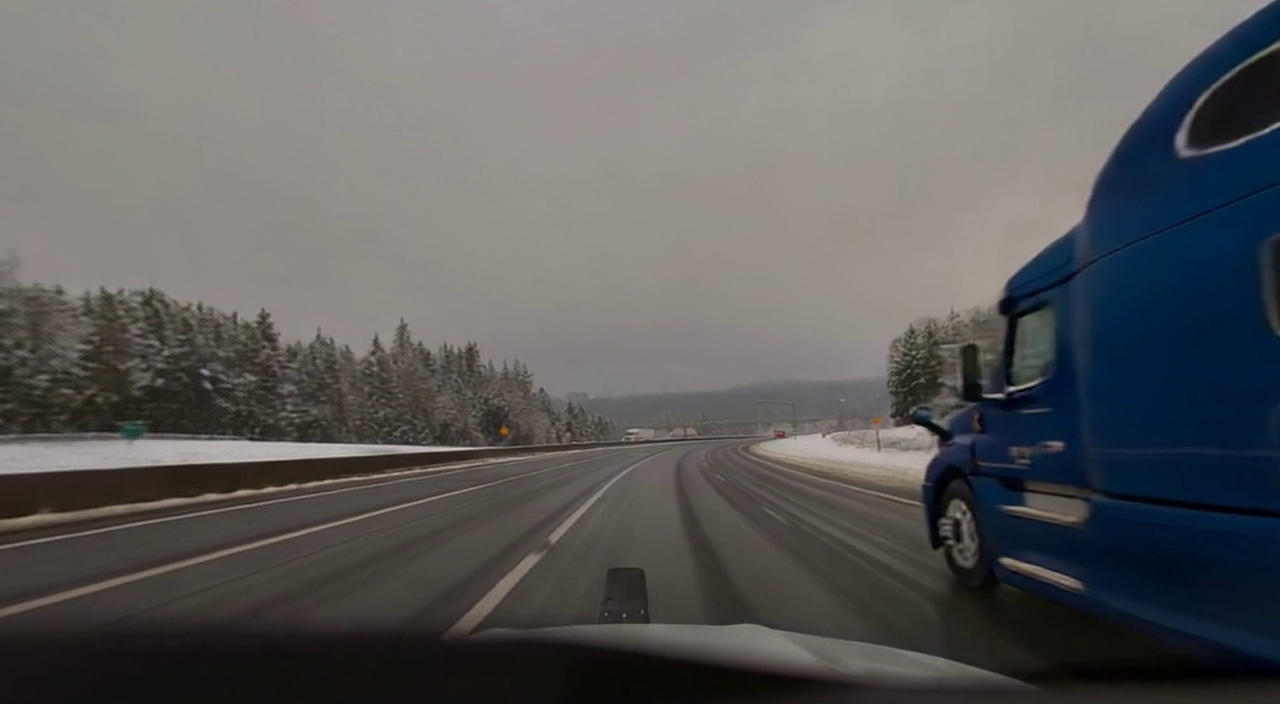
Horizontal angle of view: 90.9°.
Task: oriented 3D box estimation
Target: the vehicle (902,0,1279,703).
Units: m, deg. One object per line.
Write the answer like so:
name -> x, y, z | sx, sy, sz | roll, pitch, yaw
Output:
vehicle -> 4.493, -0.245, 2.731 | 2.997, 3.915, 8.330 | 0, -8, 0
